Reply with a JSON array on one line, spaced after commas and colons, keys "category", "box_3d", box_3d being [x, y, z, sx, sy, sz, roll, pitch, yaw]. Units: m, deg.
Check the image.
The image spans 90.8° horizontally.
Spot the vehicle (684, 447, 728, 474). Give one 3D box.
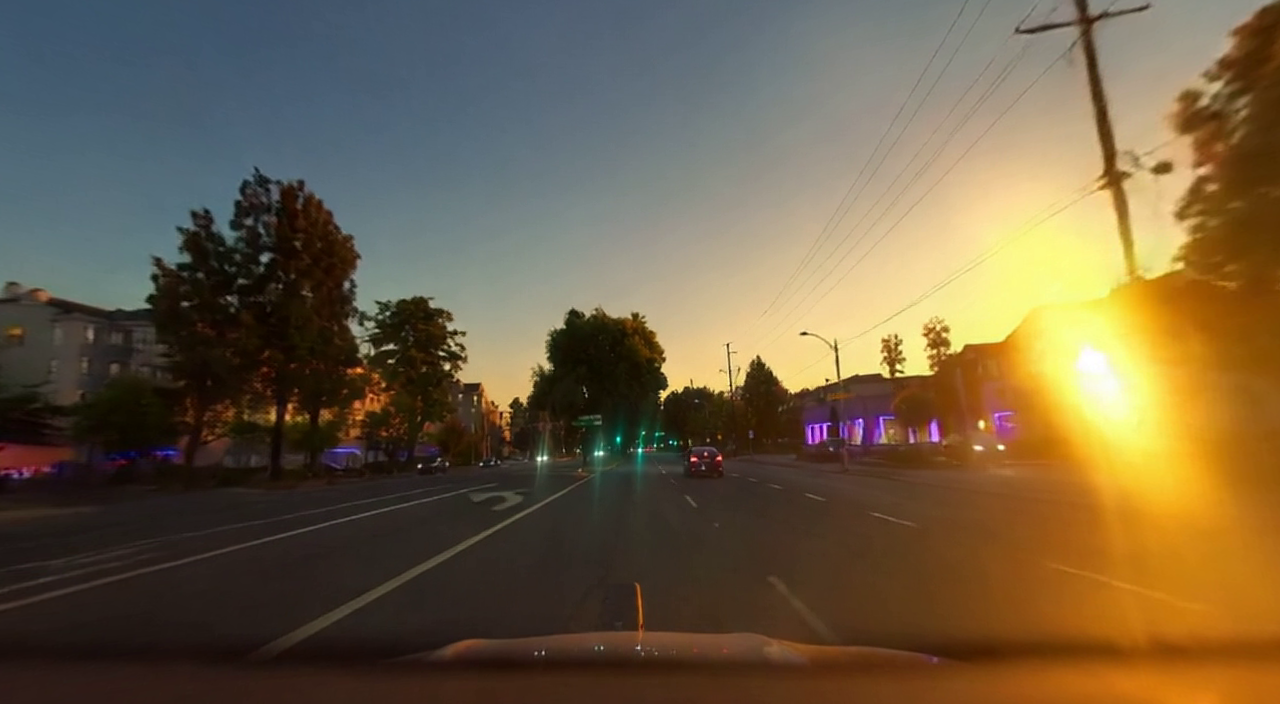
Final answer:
[{"category": "vehicle", "box_3d": [3.599, 5.976, 34.975, 1.929, 1.411, 4.284, 0, -9, -1]}]

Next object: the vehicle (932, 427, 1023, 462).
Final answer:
[{"category": "vehicle", "box_3d": [19.970, 5.523, 37.823, 2.247, 1.917, 5.791, 0, -8, 0]}]
